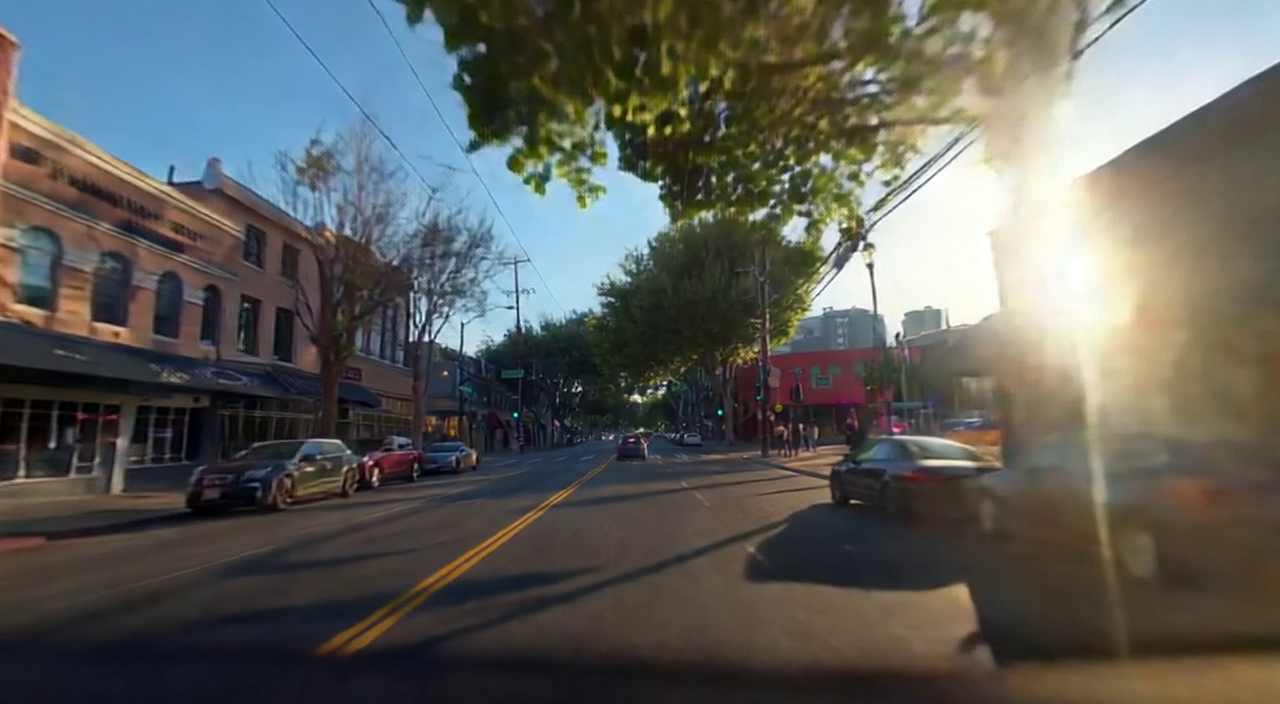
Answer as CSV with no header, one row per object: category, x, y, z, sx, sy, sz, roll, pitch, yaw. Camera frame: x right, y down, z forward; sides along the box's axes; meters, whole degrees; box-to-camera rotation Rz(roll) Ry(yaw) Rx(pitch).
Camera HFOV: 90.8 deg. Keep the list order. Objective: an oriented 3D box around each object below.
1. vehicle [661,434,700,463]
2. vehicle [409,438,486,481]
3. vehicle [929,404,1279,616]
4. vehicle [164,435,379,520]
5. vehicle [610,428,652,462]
vehicle,2.343,5.682,37.329,1.998,1.580,4.015,0,-8,-1
vehicle,-9.738,5.478,32.600,2.048,1.985,6.011,0,-8,0
vehicle,5.851,1.646,7.815,2.070,1.761,4.848,0,-8,-2
vehicle,-9.442,3.254,17.021,2.305,1.883,5.580,0,-9,1
vehicle,-0.522,5.524,37.414,2.301,1.854,4.919,0,-8,0
